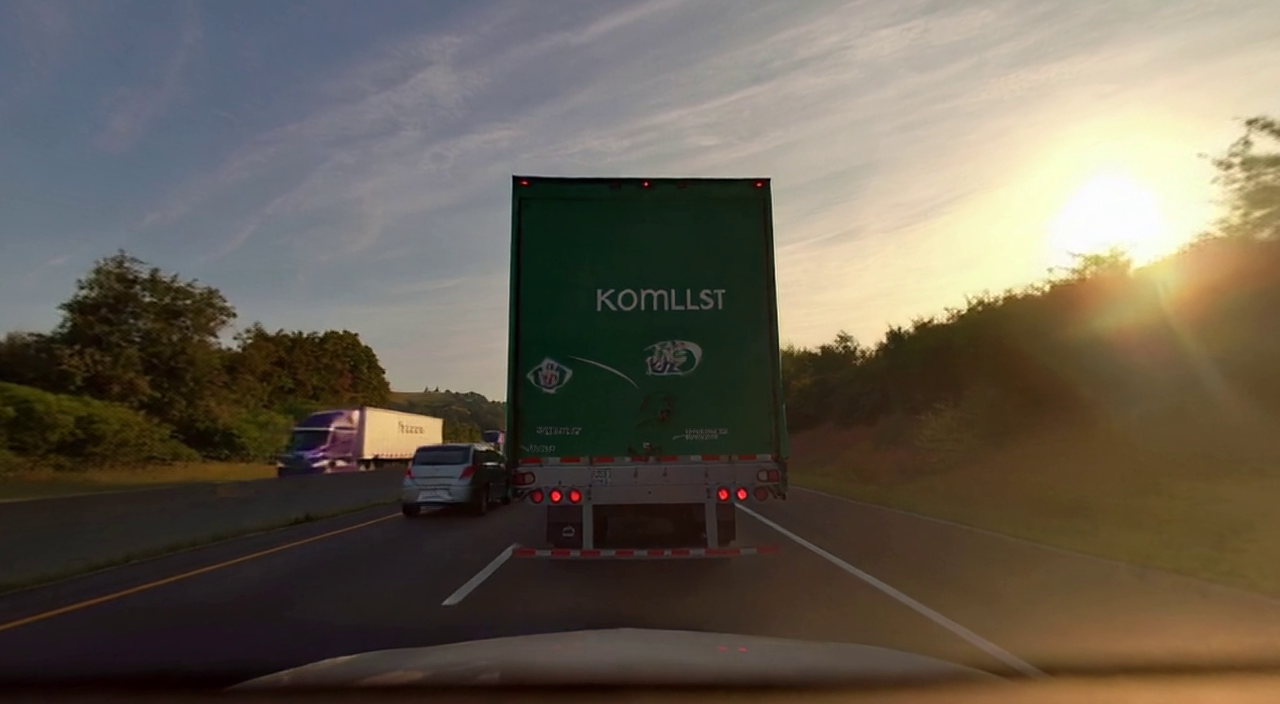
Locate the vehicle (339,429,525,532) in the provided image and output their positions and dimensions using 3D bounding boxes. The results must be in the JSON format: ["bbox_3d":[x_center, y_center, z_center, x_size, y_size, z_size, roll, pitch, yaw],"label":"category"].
[{"bbox_3d":[-3.694,2.373,12.152,2.095,1.600,4.247,0,-9,0],"label":"vehicle"}]

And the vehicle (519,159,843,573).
[{"bbox_3d":[0.314,1.161,13.730,3.230,4.377,14.405,0,-9,-1],"label":"vehicle"}]

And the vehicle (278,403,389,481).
[{"bbox_3d":[-16.848,5.055,35.243,3.034,3.940,5.969,0,-9,0],"label":"vehicle"}]
